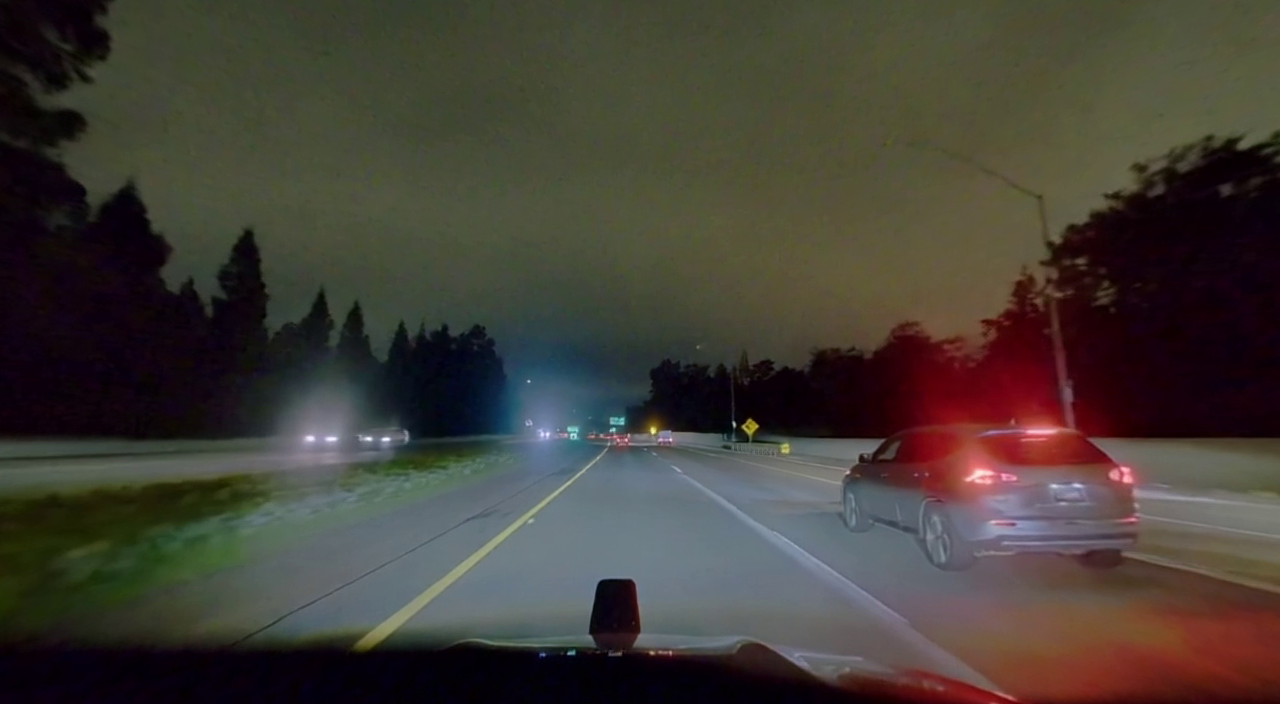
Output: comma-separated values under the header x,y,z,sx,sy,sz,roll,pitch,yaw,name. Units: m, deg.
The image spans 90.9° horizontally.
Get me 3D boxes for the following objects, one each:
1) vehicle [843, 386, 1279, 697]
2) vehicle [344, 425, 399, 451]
x,y,z,sx,sy,sz,roll,pitch,yaw,name
3.350,1.218,5.199,2.002,1.569,3.845,0,-8,-1,vehicle
-16.930,5.464,39.941,1.799,1.545,3.977,0,-8,-1,vehicle
